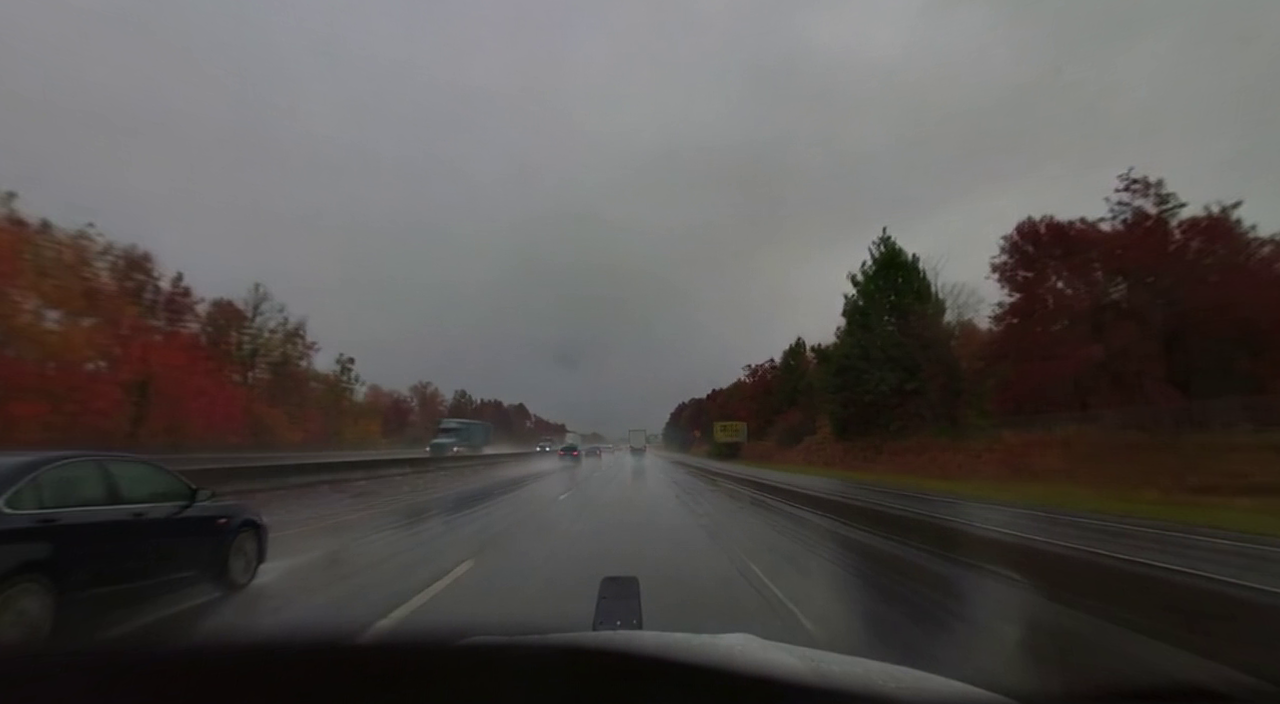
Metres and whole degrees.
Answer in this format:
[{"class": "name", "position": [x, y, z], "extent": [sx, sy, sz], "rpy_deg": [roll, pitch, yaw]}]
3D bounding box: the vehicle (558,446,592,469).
[{"class": "vehicle", "position": [-4.465, 7.274, 43.384], "extent": [1.963, 1.475, 3.665], "rpy_deg": [0, -9, 0]}]

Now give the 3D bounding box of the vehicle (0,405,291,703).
[{"class": "vehicle", "position": [-4.326, 1.141, 3.802], "extent": [2.071, 1.525, 4.058], "rpy_deg": [0, -9, 0]}]
